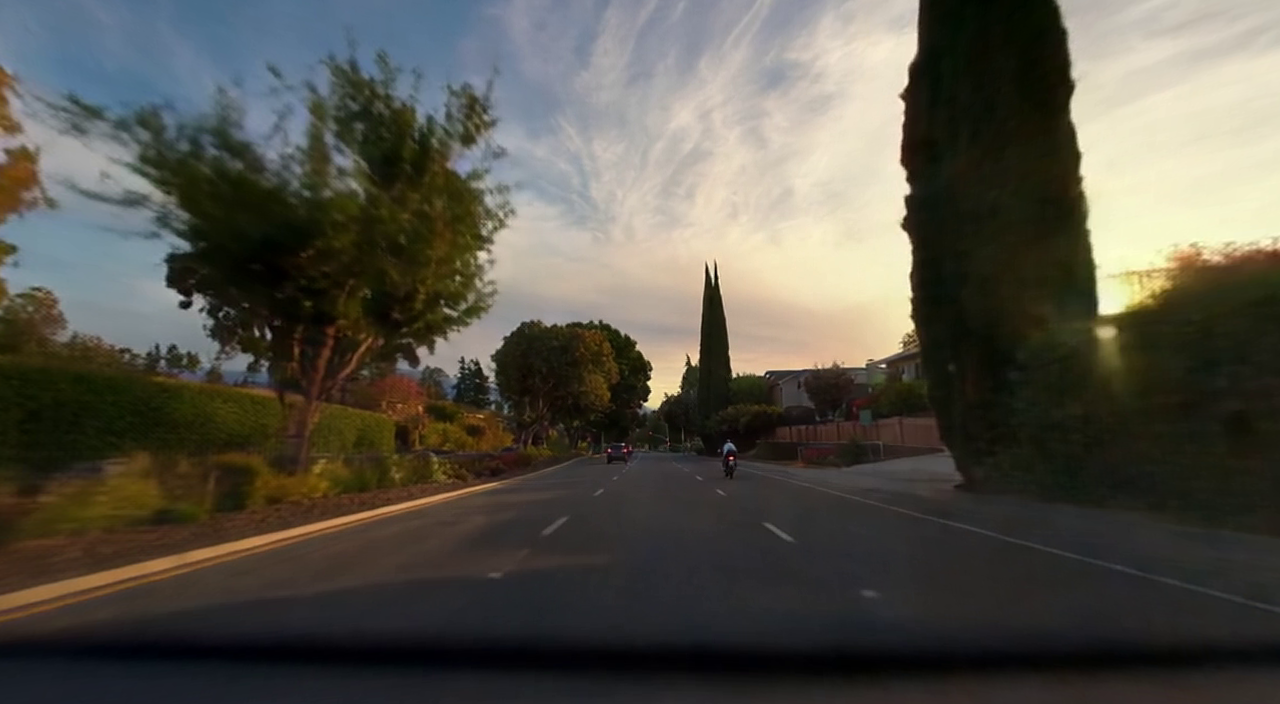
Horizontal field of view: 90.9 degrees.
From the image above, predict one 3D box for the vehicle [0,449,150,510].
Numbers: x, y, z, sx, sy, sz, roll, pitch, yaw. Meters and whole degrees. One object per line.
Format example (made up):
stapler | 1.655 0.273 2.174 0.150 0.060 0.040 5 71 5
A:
vehicle | -16.912 3.543 18.031 1.963 1.480 4.659 0 -8 1
